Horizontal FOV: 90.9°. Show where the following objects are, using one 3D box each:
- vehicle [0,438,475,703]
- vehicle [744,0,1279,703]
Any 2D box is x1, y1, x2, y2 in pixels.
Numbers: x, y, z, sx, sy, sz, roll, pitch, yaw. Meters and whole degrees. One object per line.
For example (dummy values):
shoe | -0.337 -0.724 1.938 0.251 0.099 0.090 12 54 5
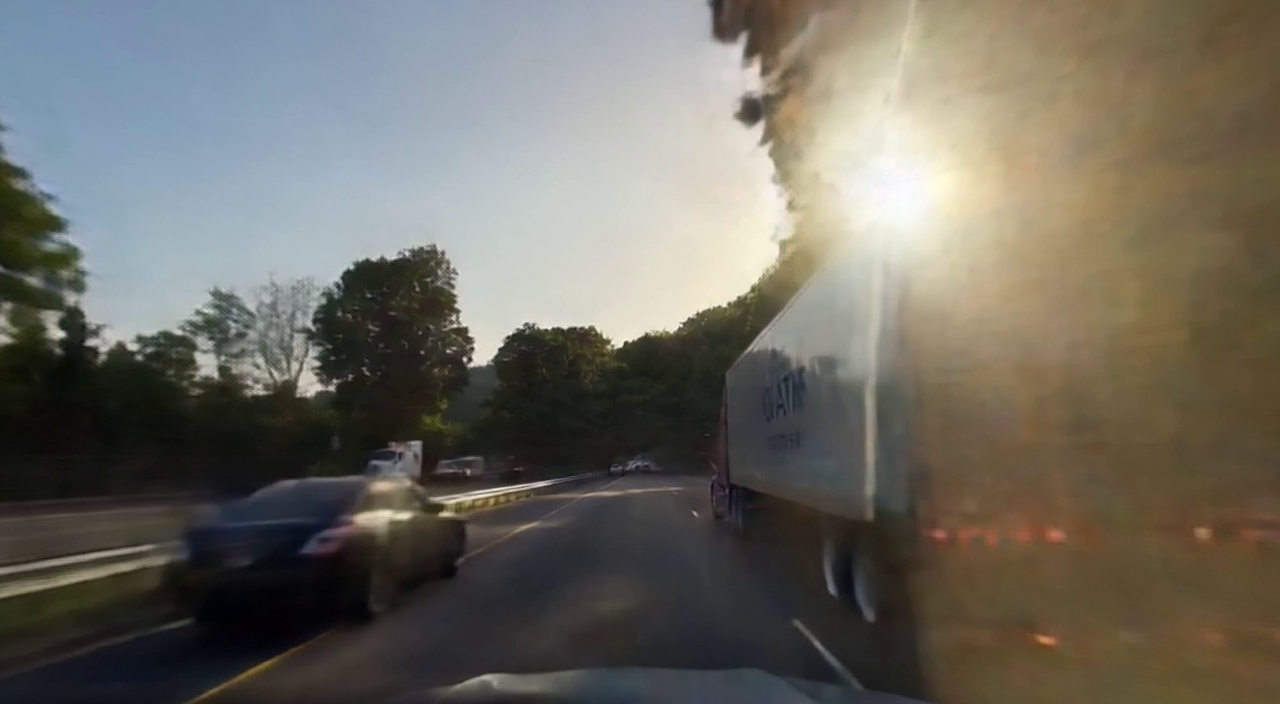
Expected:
vehicle | -2.937 1.508 5.210 2.032 1.407 3.641 0 -10 2
vehicle | 3.579 0.705 7.331 2.871 4.032 10.642 1 -10 0
